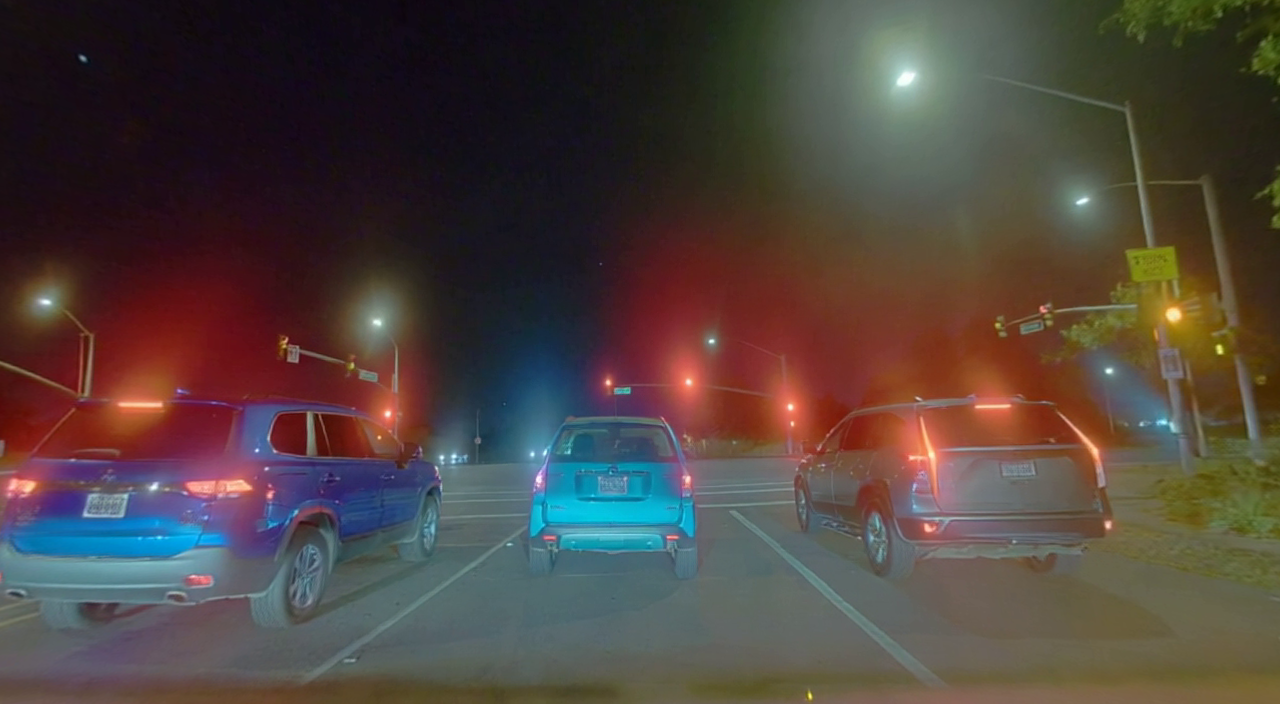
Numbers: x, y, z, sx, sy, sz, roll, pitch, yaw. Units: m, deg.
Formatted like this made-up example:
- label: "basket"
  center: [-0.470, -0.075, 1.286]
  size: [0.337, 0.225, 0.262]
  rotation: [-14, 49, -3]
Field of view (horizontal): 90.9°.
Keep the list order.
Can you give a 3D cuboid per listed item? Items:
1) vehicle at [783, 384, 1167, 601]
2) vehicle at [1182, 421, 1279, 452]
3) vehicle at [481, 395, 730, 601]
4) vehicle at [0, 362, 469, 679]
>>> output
- label: "vehicle"
  center: [3.272, 1.486, 7.518]
  size: [2.083, 1.779, 4.532]
  rotation: [0, -8, 0]
- label: "vehicle"
  center: [32.809, 4.657, 34.757]
  size: [4.175, 1.634, 1.877]
  rotation: [1, -8, -5]
- label: "vehicle"
  center: [-0.232, 1.510, 7.317]
  size: [2.067, 1.702, 3.987]
  rotation: [0, -8, 2]
- label: "vehicle"
  center: [-3.275, 1.279, 5.892]
  size: [2.047, 1.810, 4.414]
  rotation: [0, -8, 1]
